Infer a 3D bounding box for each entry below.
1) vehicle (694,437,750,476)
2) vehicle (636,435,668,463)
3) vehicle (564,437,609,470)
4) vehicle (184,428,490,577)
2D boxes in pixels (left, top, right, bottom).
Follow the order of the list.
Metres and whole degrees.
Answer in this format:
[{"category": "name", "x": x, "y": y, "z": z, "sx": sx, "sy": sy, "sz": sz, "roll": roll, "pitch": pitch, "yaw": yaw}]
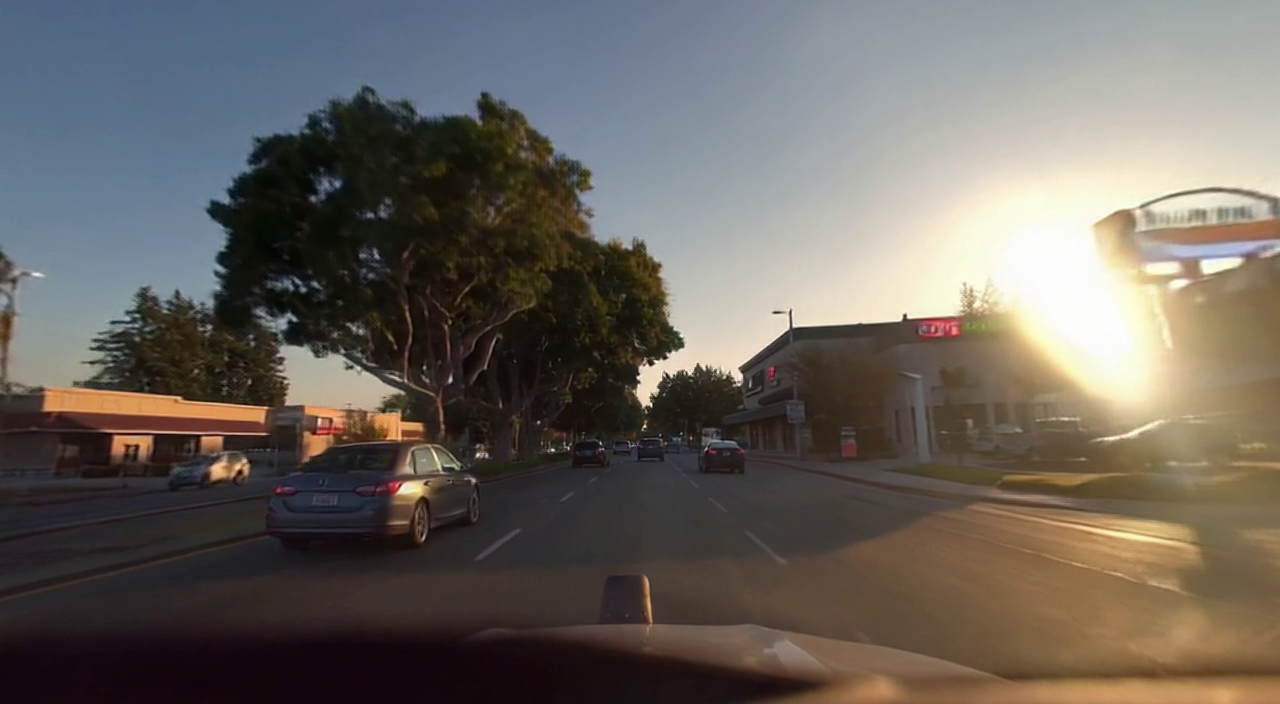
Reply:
[{"category": "vehicle", "x": 3.523, "y": 4.564, "z": 27.704, "sx": 1.922, "sy": 1.579, "sz": 3.642, "roll": 0, "pitch": -8, "yaw": -1}, {"category": "vehicle", "x": 0.865, "y": 6.917, "z": 45.017, "sx": 2.193, "sy": 1.873, "sz": 4.033, "roll": 0, "pitch": -8, "yaw": 1}, {"category": "vehicle", "x": -2.857, "y": 5.562, "z": 34.738, "sx": 2.026, "sy": 1.665, "sz": 4.193, "roll": 0, "pitch": -8, "yaw": 1}, {"category": "vehicle", "x": -3.586, "y": 1.836, "z": 8.574, "sx": 1.908, "sy": 1.481, "sz": 4.351, "roll": 0, "pitch": -8, "yaw": 1}]
